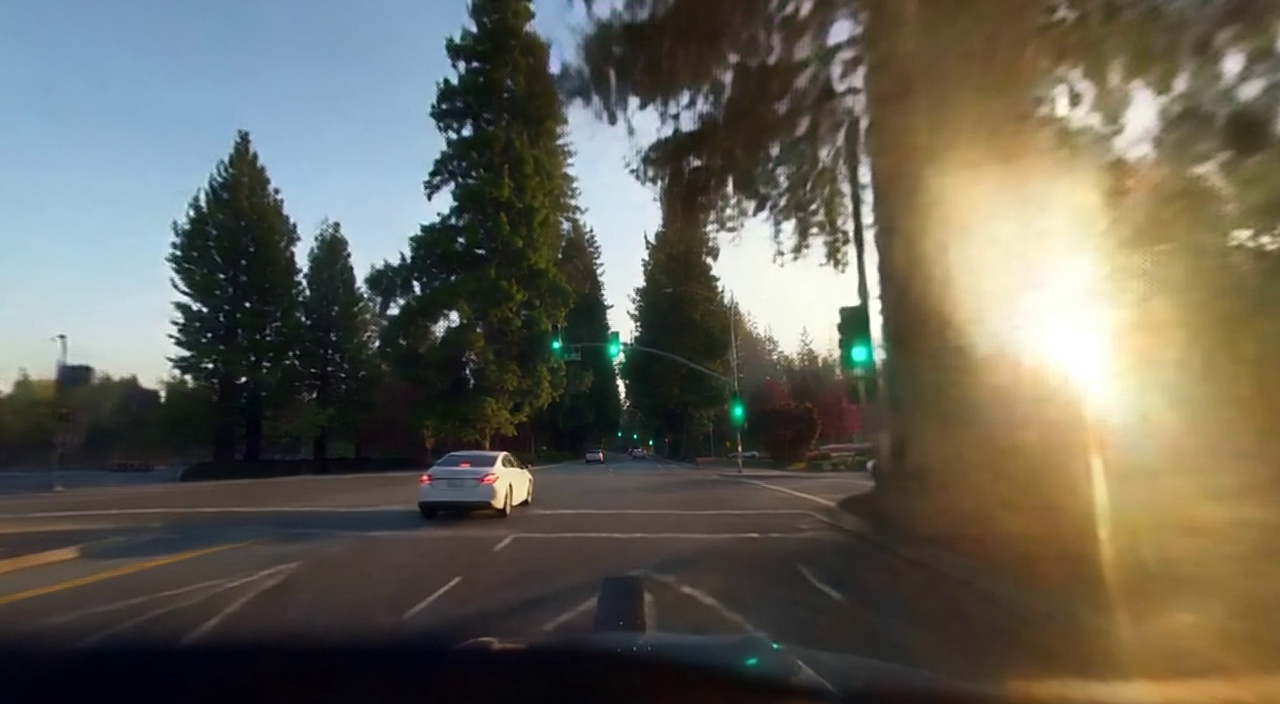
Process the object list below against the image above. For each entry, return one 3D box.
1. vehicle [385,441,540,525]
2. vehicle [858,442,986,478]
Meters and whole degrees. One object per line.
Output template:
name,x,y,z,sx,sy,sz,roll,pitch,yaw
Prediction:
vehicle,-3.476,2.627,13.346,1.968,1.459,4.433,0,-8,0
vehicle,12.056,4.613,27.200,4.632,1.473,1.889,0,-8,-3
